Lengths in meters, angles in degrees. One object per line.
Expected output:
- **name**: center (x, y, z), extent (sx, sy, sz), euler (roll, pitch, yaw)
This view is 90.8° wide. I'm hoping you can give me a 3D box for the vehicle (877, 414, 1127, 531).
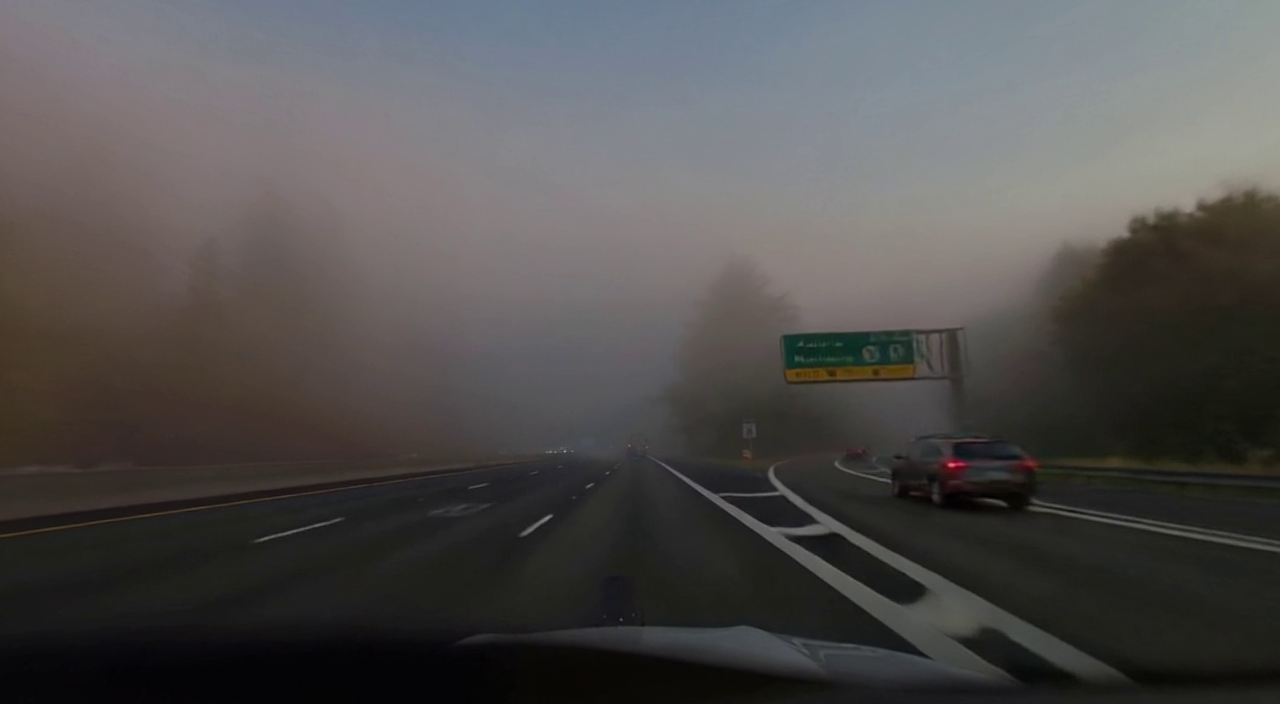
- **vehicle**: center (6.245, 2.149, 11.749), extent (2.096, 1.712, 4.697), euler (-1, -9, 4)
